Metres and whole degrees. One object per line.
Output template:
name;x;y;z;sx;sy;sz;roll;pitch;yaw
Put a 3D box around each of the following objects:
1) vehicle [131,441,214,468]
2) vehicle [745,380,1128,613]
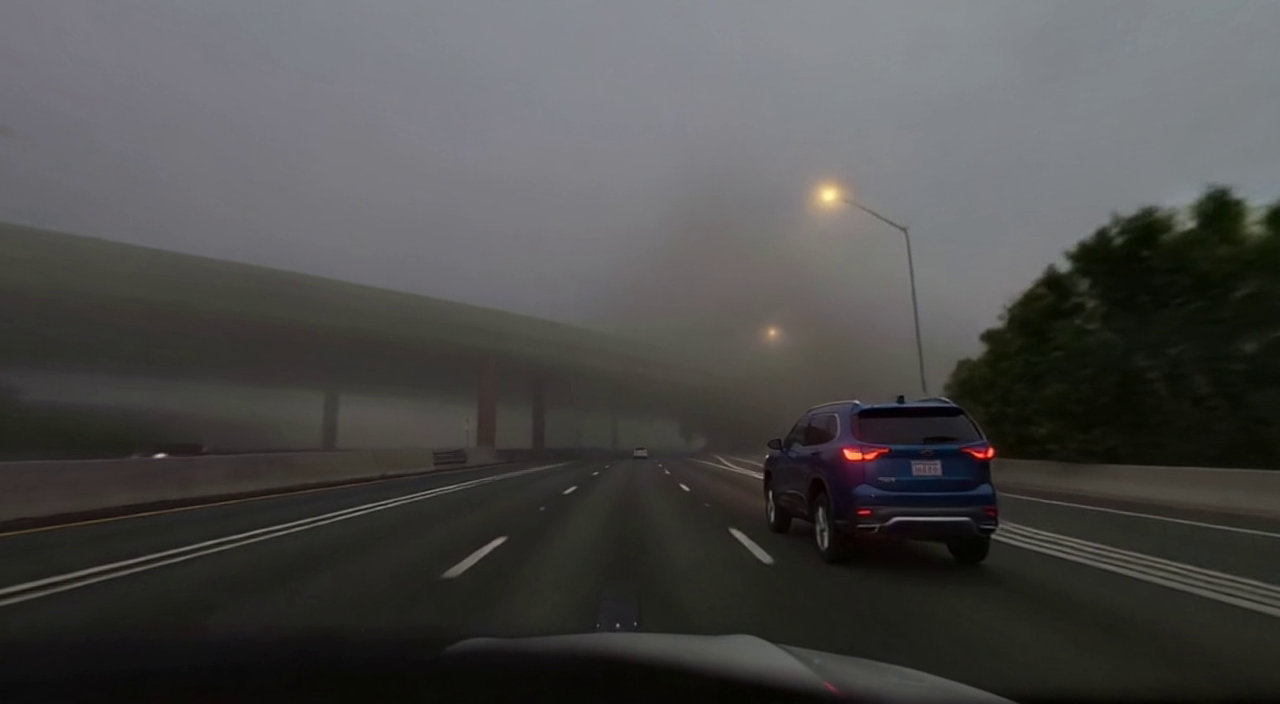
vehicle;-28.797;6.342;39.098;1.866;1.539;4.408;0;-9;-3
vehicle;2.891;1.570;7.797;2.155;1.918;4.945;0;-9;-2
